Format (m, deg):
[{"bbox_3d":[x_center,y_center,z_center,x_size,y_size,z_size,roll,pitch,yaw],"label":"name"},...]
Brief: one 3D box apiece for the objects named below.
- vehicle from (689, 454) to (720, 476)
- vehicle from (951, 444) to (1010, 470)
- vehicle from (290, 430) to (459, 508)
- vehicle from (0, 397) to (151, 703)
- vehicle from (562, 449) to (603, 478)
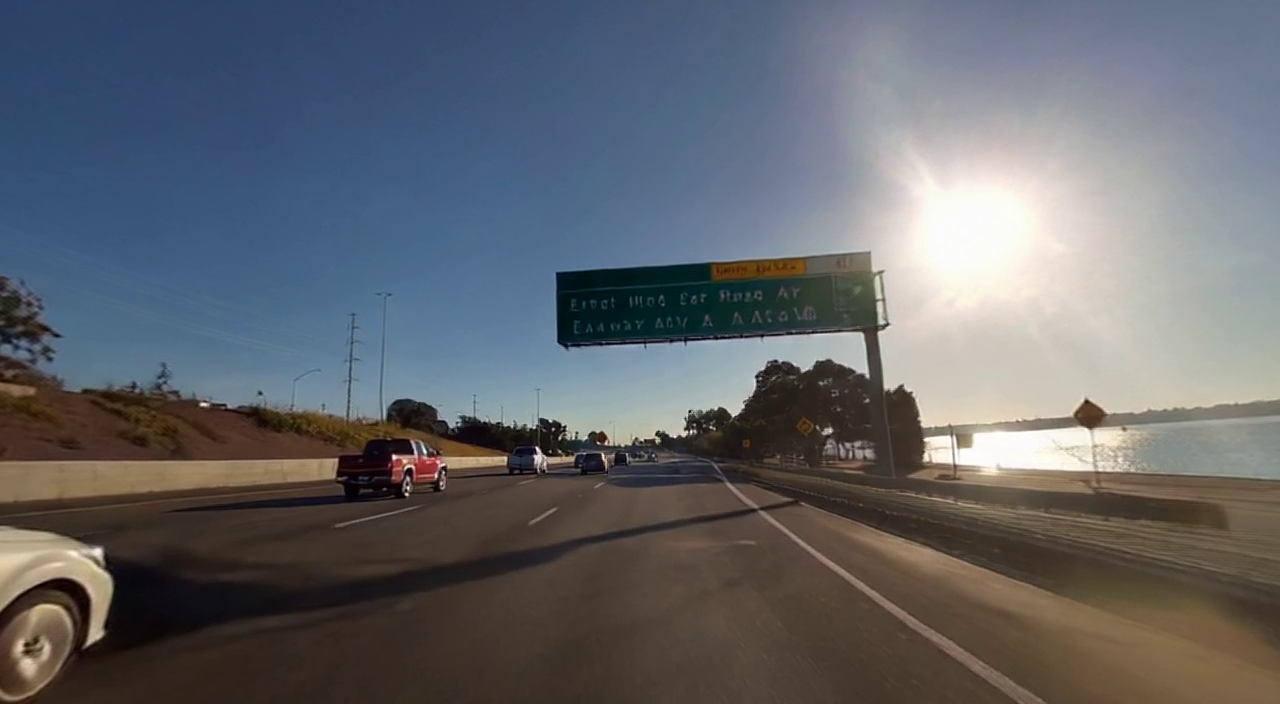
[{"bbox_3d":[4.759,8.384,46.985,2.153,1.510,4.646,0,-9,4],"label":"vehicle"},{"bbox_3d":[22.781,7.001,42.334,1.883,1.596,5.181,-1,-9,10],"label":"vehicle"},{"bbox_3d":[-7.336,3.292,18.314,2.250,1.870,5.647,0,-9,2],"label":"vehicle"},{"bbox_3d":[-3.983,0.764,1.433,2.027,1.547,4.511,0,-9,1],"label":"vehicle"},{"bbox_3d":[-3.621,7.131,40.626,2.132,1.708,4.571,0,-9,1],"label":"vehicle"}]
